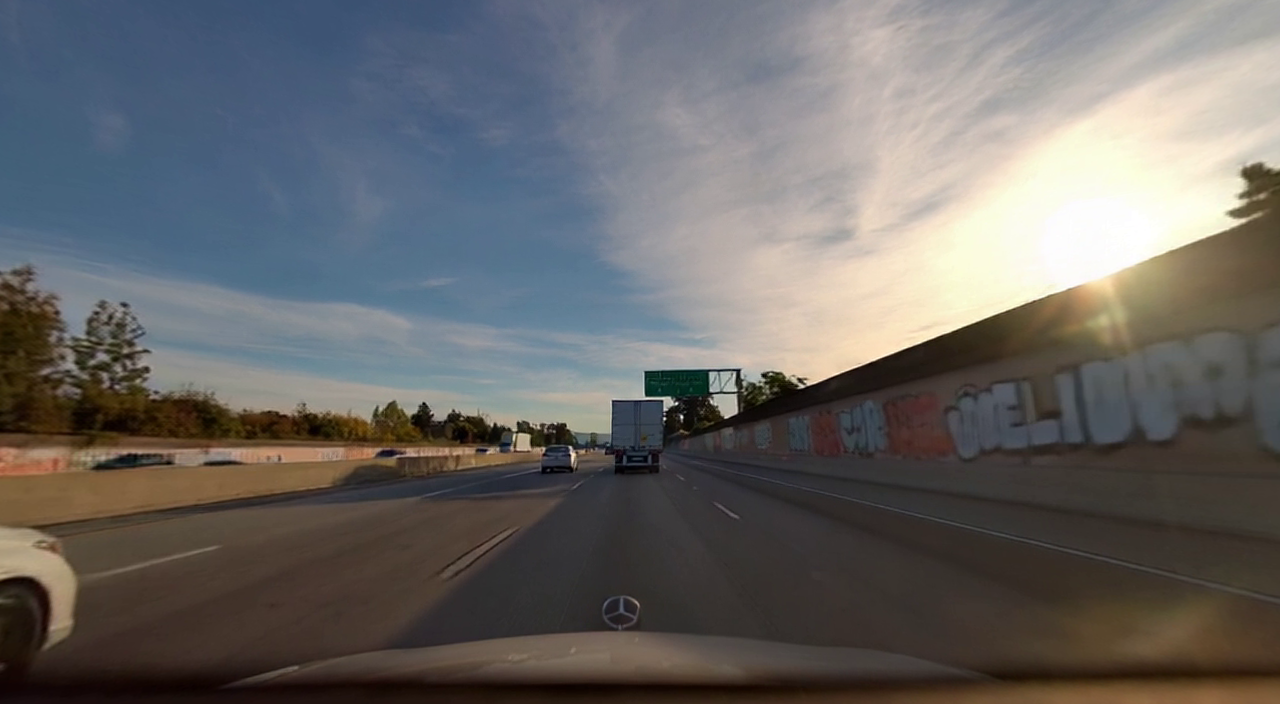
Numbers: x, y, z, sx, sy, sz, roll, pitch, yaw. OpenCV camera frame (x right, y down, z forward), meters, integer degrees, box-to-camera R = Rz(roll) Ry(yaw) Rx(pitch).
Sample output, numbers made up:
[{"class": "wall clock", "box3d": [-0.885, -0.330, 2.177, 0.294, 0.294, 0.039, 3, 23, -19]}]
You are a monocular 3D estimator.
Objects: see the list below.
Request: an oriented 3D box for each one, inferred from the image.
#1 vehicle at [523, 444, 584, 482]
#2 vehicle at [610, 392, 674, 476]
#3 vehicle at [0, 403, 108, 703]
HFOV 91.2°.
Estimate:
[{"class": "vehicle", "box3d": [-3.736, 4.888, 27.806, 2.158, 1.538, 4.047, 0, -9, 0]}, {"class": "vehicle", "box3d": [0.025, 4.751, 35.492, 3.042, 4.023, 10.832, 0, -9, -1]}, {"class": "vehicle", "box3d": [-3.817, 0.751, 1.242, 1.936, 1.500, 4.055, 0, -9, 0]}]
